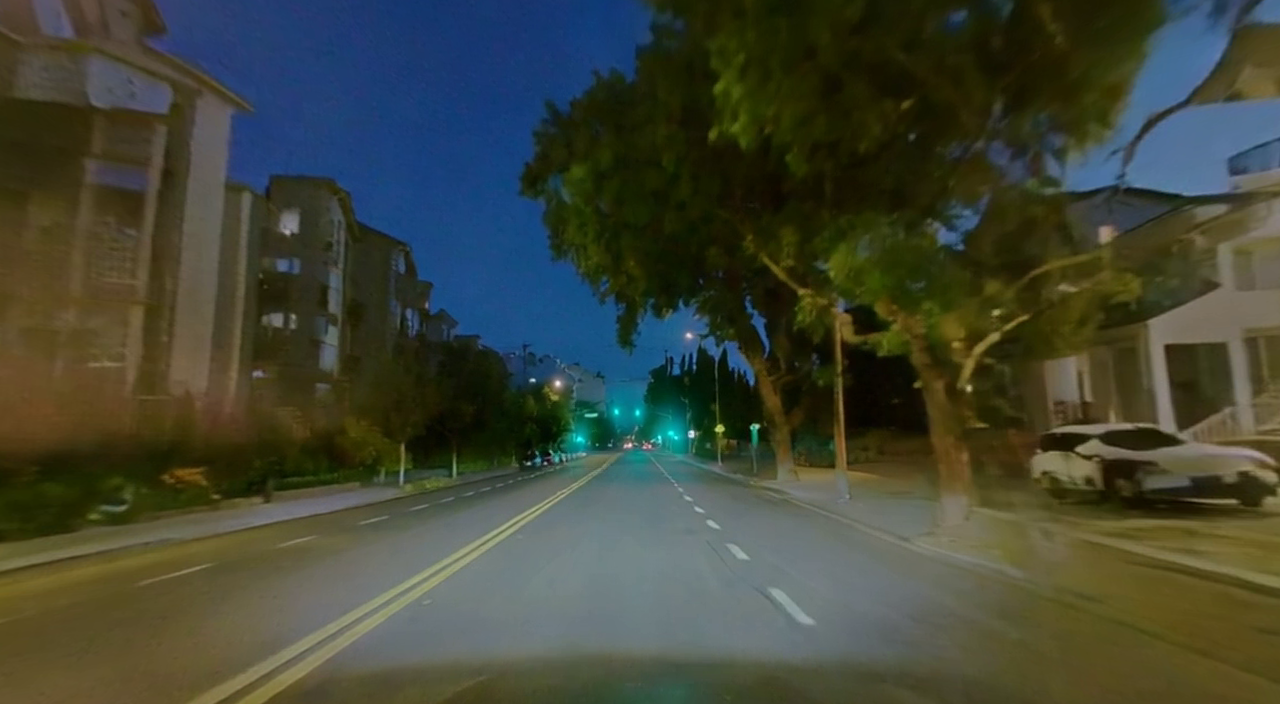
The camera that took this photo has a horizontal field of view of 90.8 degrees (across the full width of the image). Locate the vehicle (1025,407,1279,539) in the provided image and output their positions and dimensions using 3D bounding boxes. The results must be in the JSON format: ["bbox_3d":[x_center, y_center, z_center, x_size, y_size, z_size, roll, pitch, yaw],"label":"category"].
[{"bbox_3d":[9.276,2.009,11.010,2.121,1.785,4.693,0,-9,0],"label":"vehicle"}]
